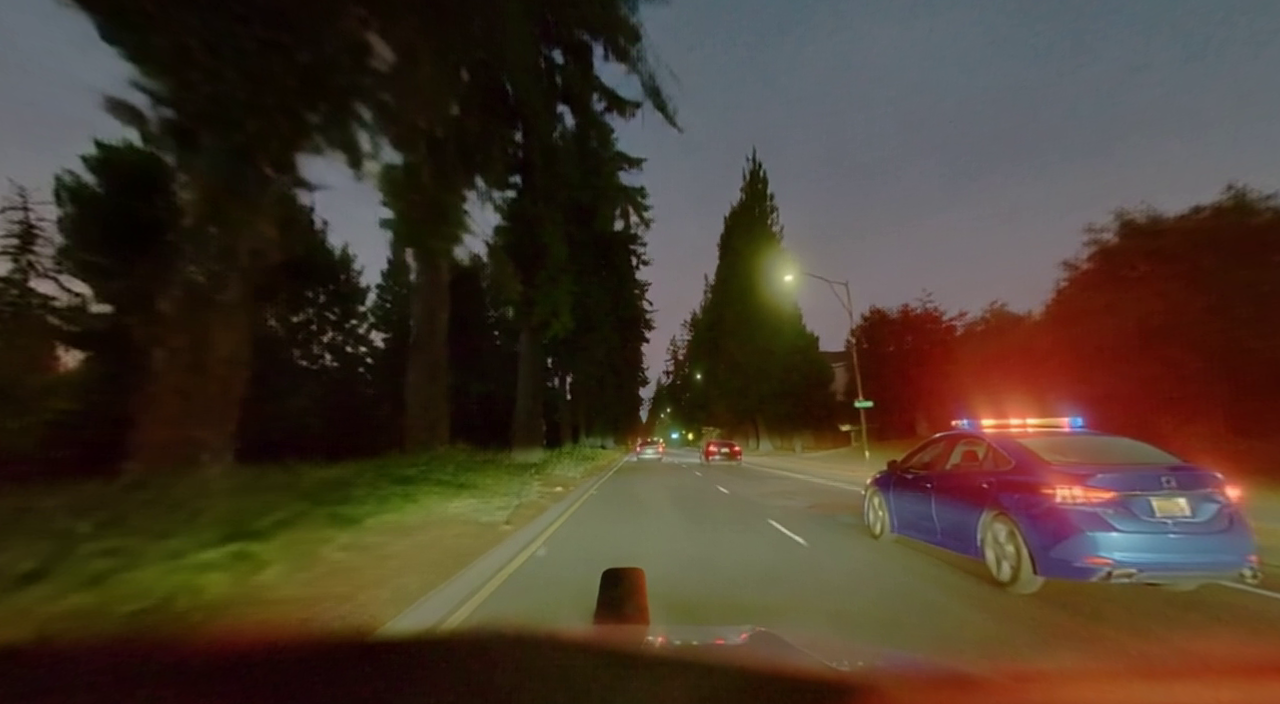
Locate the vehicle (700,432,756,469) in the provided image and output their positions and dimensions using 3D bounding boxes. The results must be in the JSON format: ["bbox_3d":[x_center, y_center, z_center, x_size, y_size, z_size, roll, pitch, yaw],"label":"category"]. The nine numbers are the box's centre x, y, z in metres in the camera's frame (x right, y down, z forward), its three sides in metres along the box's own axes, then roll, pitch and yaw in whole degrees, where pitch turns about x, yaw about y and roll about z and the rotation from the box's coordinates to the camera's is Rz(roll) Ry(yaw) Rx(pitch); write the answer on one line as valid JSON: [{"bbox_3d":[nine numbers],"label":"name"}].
[{"bbox_3d":[4.302,4.887,31.395,2.110,1.666,3.912,0,-8,-1],"label":"vehicle"}]

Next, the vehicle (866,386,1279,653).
[{"bbox_3d":[3.980,1.329,6.032,2.052,1.639,4.123,0,-8,0],"label":"vehicle"}]

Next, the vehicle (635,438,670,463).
[{"bbox_3d":[0.730,6.060,38.970,2.026,1.466,4.282,0,-8,0],"label":"vehicle"}]
